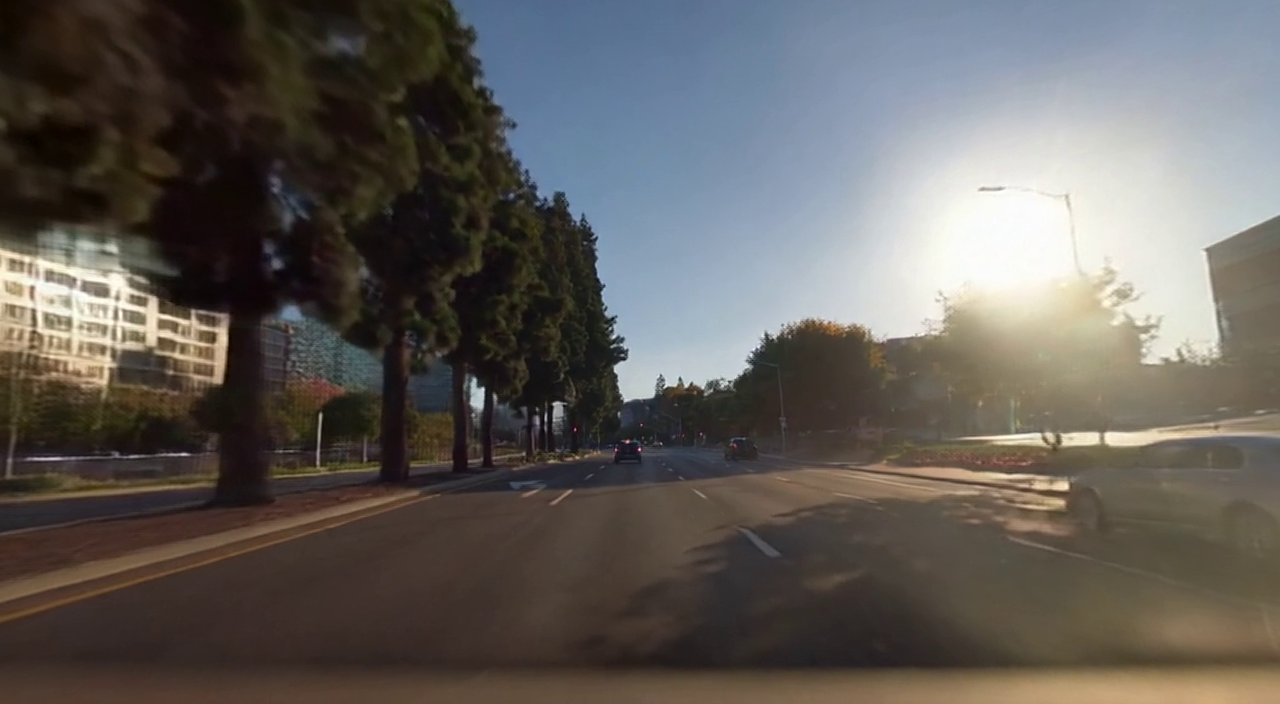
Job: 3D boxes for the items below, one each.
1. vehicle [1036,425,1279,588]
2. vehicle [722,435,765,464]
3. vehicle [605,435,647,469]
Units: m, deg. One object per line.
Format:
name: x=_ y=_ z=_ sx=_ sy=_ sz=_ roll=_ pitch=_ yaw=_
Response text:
vehicle: x=6.902 y=1.591 z=7.034 sx=2.139 sy=1.471 sz=4.393 roll=0 pitch=-8 yaw=0
vehicle: x=6.769 y=6.448 z=41.907 sx=2.026 sy=1.804 sz=4.565 roll=0 pitch=-8 yaw=-1
vehicle: x=-0.696 y=5.568 z=35.365 sx=2.193 sy=1.794 sz=4.457 roll=0 pitch=-8 yaw=0
